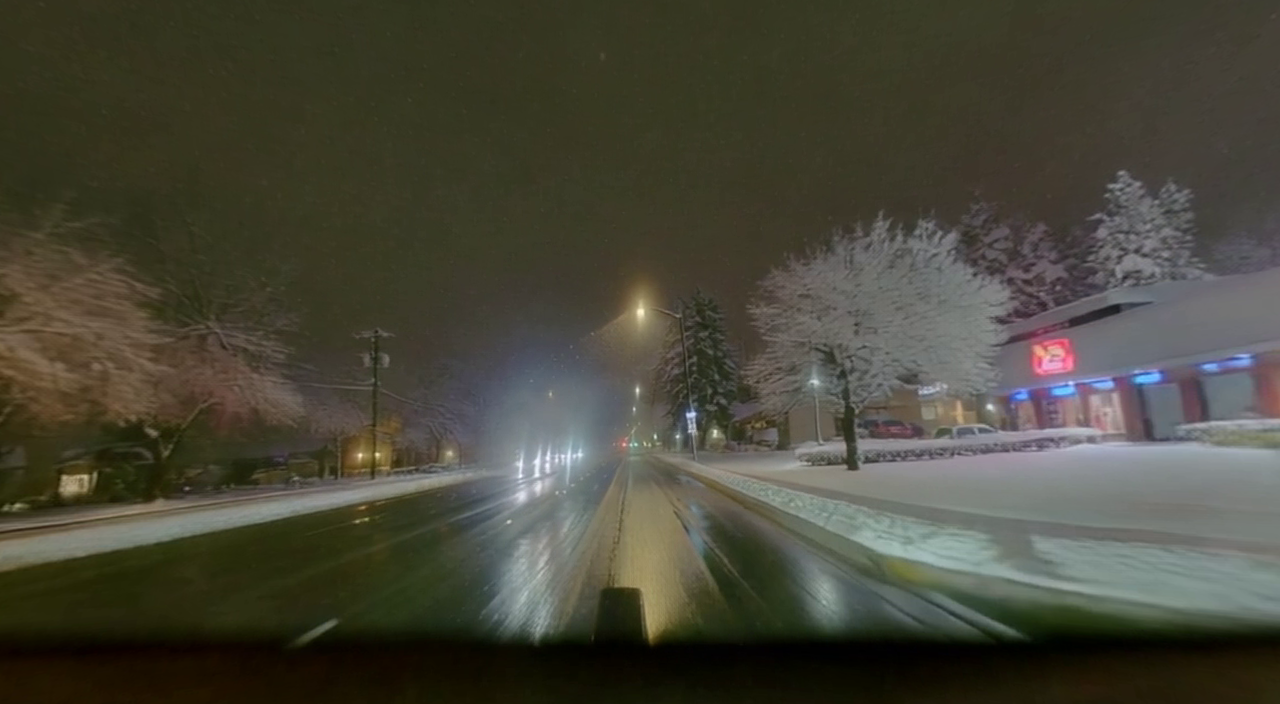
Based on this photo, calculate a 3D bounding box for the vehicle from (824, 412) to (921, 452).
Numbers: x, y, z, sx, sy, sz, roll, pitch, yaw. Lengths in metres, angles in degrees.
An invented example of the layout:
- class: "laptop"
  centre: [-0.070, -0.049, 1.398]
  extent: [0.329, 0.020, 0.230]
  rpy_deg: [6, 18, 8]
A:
- class: "vehicle"
  centre: [12.566, 4.467, 34.564]
  extent: [1.939, 1.753, 4.974]
  rpy_deg: [5, -13, -23]
